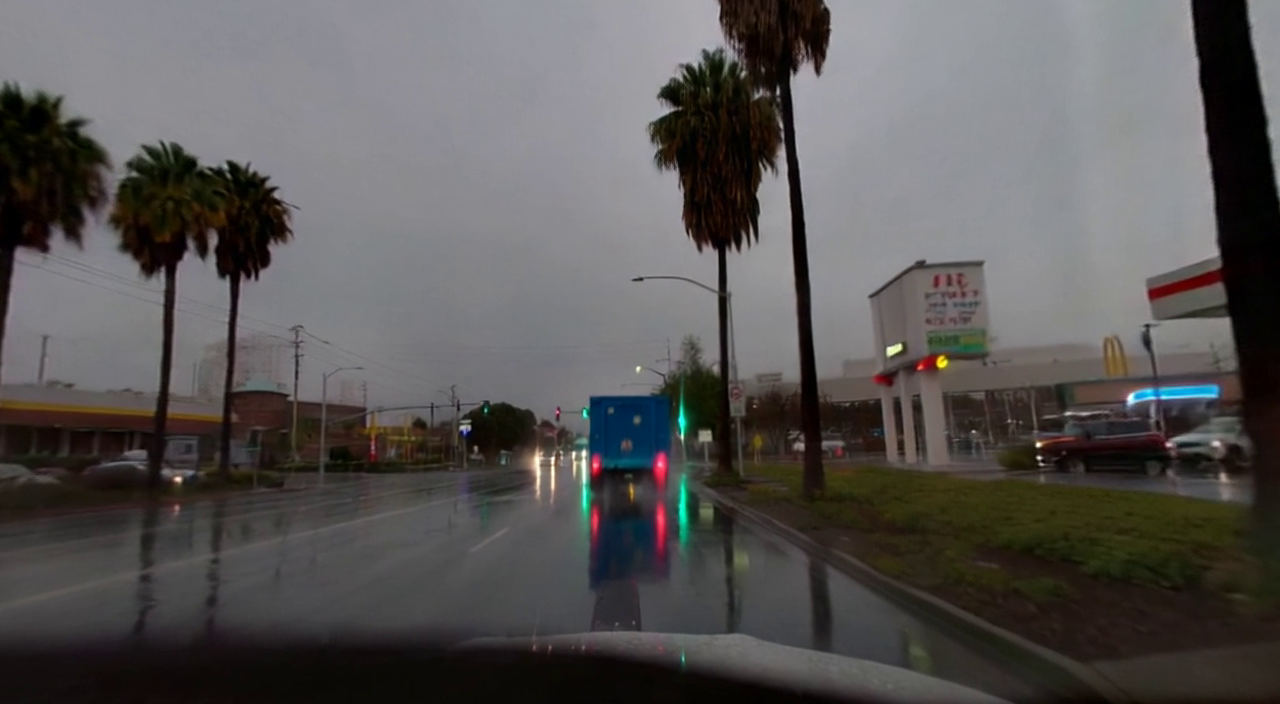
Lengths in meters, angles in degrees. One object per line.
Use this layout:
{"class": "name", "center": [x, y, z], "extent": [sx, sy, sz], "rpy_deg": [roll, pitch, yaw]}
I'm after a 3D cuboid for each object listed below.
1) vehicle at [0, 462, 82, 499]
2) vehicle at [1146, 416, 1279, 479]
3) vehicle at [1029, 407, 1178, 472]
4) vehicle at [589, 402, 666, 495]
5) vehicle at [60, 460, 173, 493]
{"class": "vehicle", "center": [-28.024, 5.682, 27.968], "extent": [4.493, 1.453, 1.912], "rpy_deg": [4, -9, -27]}
{"class": "vehicle", "center": [15.186, 2.467, 16.409], "extent": [4.105, 1.433, 1.931], "rpy_deg": [6, -10, -34]}
{"class": "vehicle", "center": [15.822, 2.994, 21.518], "extent": [5.078, 1.937, 2.326], "rpy_deg": [5, -10, -33]}
{"class": "vehicle", "center": [-0.302, 3.504, 23.182], "extent": [2.463, 2.954, 5.938], "rpy_deg": [0, -8, 2]}
{"class": "vehicle", "center": [-28.044, 6.642, 34.074], "extent": [4.303, 1.567, 2.021], "rpy_deg": [5, -10, -30]}
